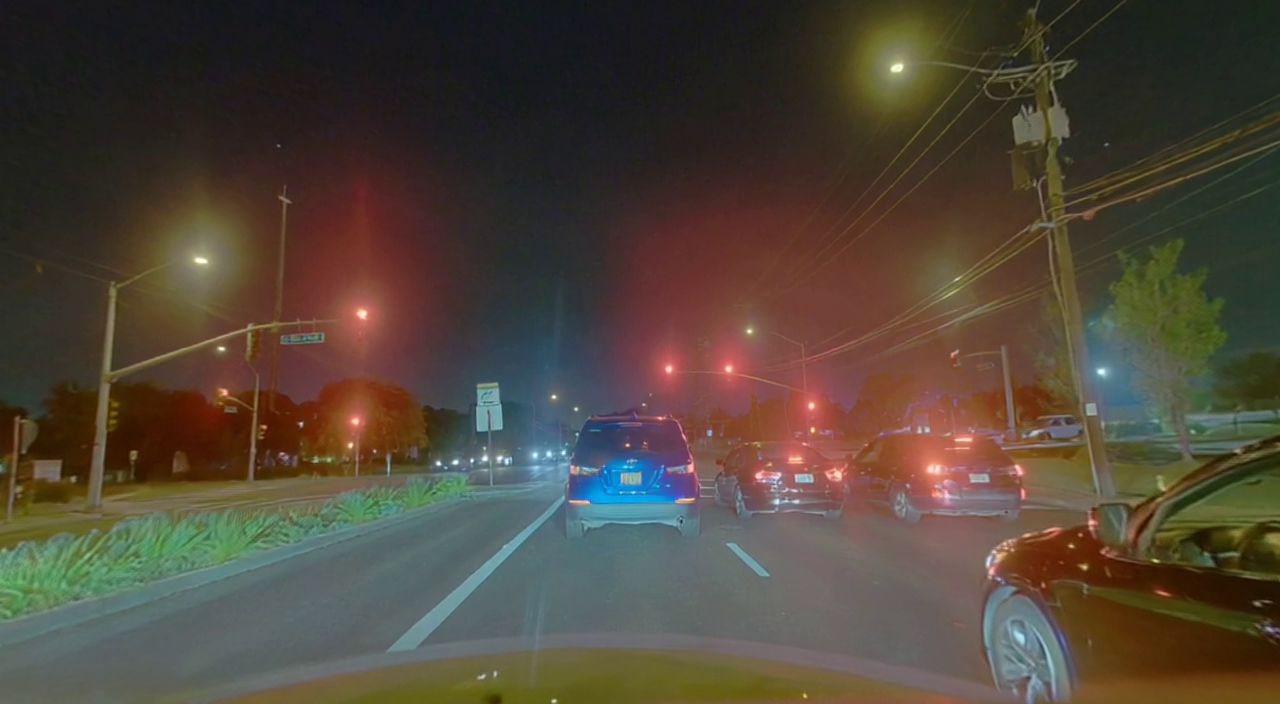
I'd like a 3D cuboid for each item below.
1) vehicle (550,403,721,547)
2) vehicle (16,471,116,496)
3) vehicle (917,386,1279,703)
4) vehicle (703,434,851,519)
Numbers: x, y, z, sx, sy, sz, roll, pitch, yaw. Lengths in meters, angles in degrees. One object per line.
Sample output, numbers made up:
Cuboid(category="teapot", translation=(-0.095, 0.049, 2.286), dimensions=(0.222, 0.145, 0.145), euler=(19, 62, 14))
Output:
Cuboid(category="vehicle", translation=(-0.129, 1.971, 10.770), dimensions=(2.236, 1.856, 4.816), euler=(0, -9, -2))
Cuboid(category="vehicle", translation=(-38.352, 8.783, 42.318), dimensions=(4.569, 1.505, 1.992), euler=(0, -9, -5))
Cuboid(category="vehicle", translation=(2.730, 0.824, 1.686), dimensions=(2.004, 1.460, 4.297), euler=(0, -9, 0))
Cuboid(category="vehicle", translation=(2.654, 2.535, 13.439), dimensions=(2.025, 1.477, 4.333), euler=(0, -9, -2))
